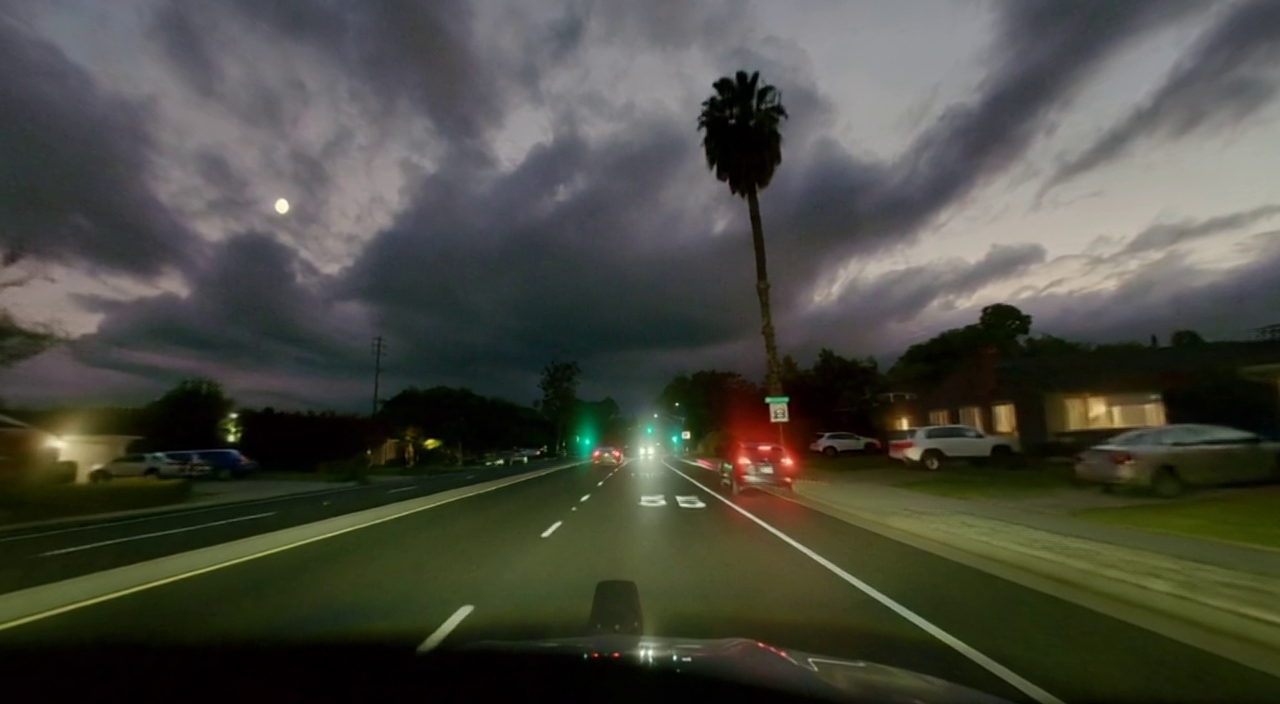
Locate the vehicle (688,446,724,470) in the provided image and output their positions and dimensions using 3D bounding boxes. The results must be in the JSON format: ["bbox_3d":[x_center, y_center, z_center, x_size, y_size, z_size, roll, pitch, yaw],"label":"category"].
[{"bbox_3d":[4.231,6.874,41.116,2.037,1.425,4.621,0,-9,3],"label":"vehicle"}]

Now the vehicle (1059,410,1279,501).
[{"bbox_3d":[11.354,2.017,12.690,4.454,1.499,1.821,-3,-9,0],"label":"vehicle"}]

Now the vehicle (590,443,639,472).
[{"bbox_3d":[-1.308,5.724,34.378,2.035,1.474,4.284,-1,-9,6],"label":"vehicle"}]

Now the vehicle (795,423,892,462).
[{"bbox_3d":[13.611,6.107,42.370,5.550,2.066,2.288,-10,-13,29],"label":"vehicle"}]

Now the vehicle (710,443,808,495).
[{"bbox_3d":[3.683,3.735,20.586,2.025,1.456,4.865,0,-9,-3],"label":"vehicle"}]

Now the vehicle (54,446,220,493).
[{"bbox_3d":[-20.008,4.669,25.298,4.992,1.779,1.928,0,-9,2],"label":"vehicle"}]

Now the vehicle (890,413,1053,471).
[{"bbox_3d":[11.969,3.334,23.114,4.710,1.731,1.972,-4,-10,7],"label":"vehicle"}]

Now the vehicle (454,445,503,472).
[{"bbox_3d":[-12.470,8.313,49.222,2.131,1.902,4.924,-3,-10,6],"label":"vehicle"}]
